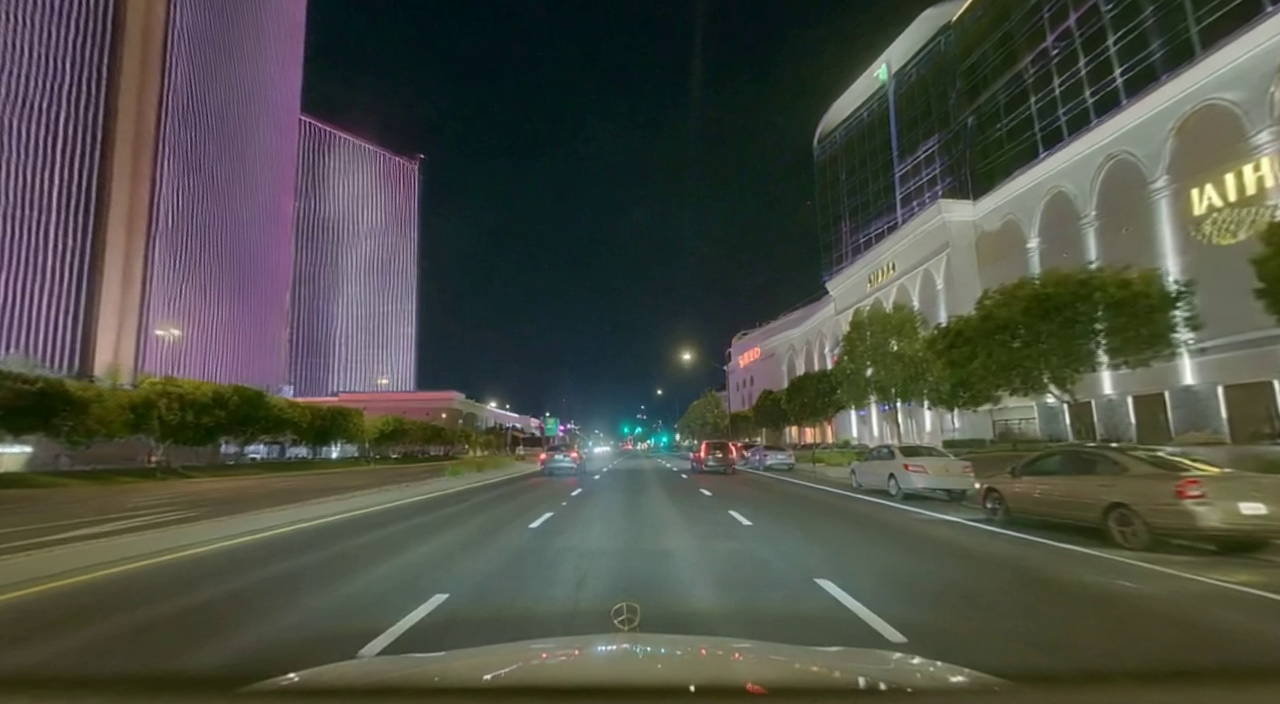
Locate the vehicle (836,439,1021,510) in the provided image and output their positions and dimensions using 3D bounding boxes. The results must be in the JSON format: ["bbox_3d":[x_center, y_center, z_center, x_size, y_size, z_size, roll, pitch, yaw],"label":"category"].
[{"bbox_3d":[6.881,2.959,15.766,2.302,1.480,4.696,0,-8,-1],"label":"vehicle"}]

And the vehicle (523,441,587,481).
[{"bbox_3d":[-3.382,4.426,25.917,2.005,1.477,4.169,0,-8,1],"label":"vehicle"}]

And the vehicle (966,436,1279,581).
[{"bbox_3d":[6.920,1.946,8.870,1.968,1.455,4.844,0,-8,-1],"label":"vehicle"}]

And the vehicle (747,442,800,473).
[{"bbox_3d":[6.893,5.498,32.988,1.876,1.478,4.670,0,-8,1],"label":"vehicle"}]

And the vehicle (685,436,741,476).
[{"bbox_3d":[3.392,4.951,30.271,2.083,1.743,4.354,0,-8,-1],"label":"vehicle"}]
